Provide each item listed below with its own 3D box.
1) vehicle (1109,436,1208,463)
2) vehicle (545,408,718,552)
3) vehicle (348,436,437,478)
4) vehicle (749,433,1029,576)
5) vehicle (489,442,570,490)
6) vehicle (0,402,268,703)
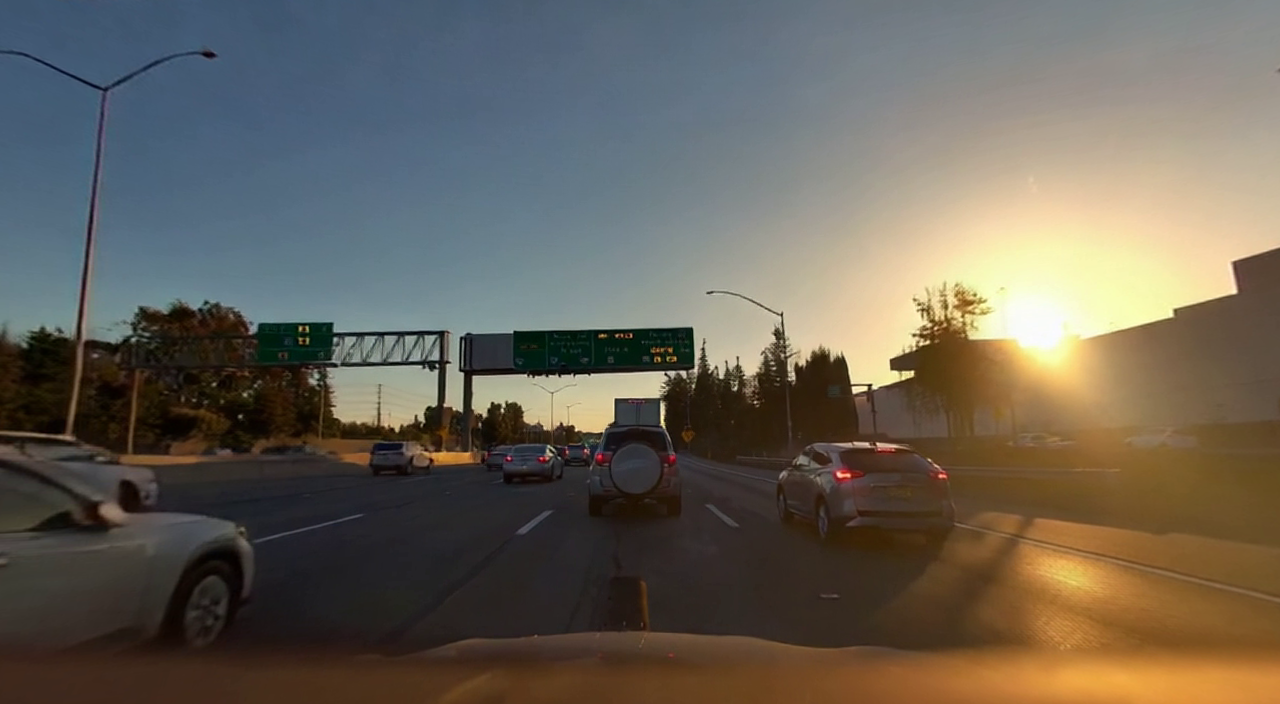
[{"bbox_3d":[32.023,6.020,39.095,1.805,1.536,4.325,3,-9,-18],"label":"vehicle"},{"bbox_3d":[-0.122,1.898,9.929,2.152,1.779,3.924,0,-9,0],"label":"vehicle"},{"bbox_3d":[-11.005,4.689,28.438,2.129,1.720,4.547,0,-9,1],"label":"vehicle"},{"bbox_3d":[3.001,1.931,8.893,2.018,1.470,4.491,0,-9,-2],"label":"vehicle"},{"bbox_3d":[-3.683,3.876,21.806,2.005,1.458,4.143,0,-9,1],"label":"vehicle"},{"bbox_3d":[-3.462,0.829,1.703,2.132,1.464,4.481,0,-9,1],"label":"vehicle"}]
